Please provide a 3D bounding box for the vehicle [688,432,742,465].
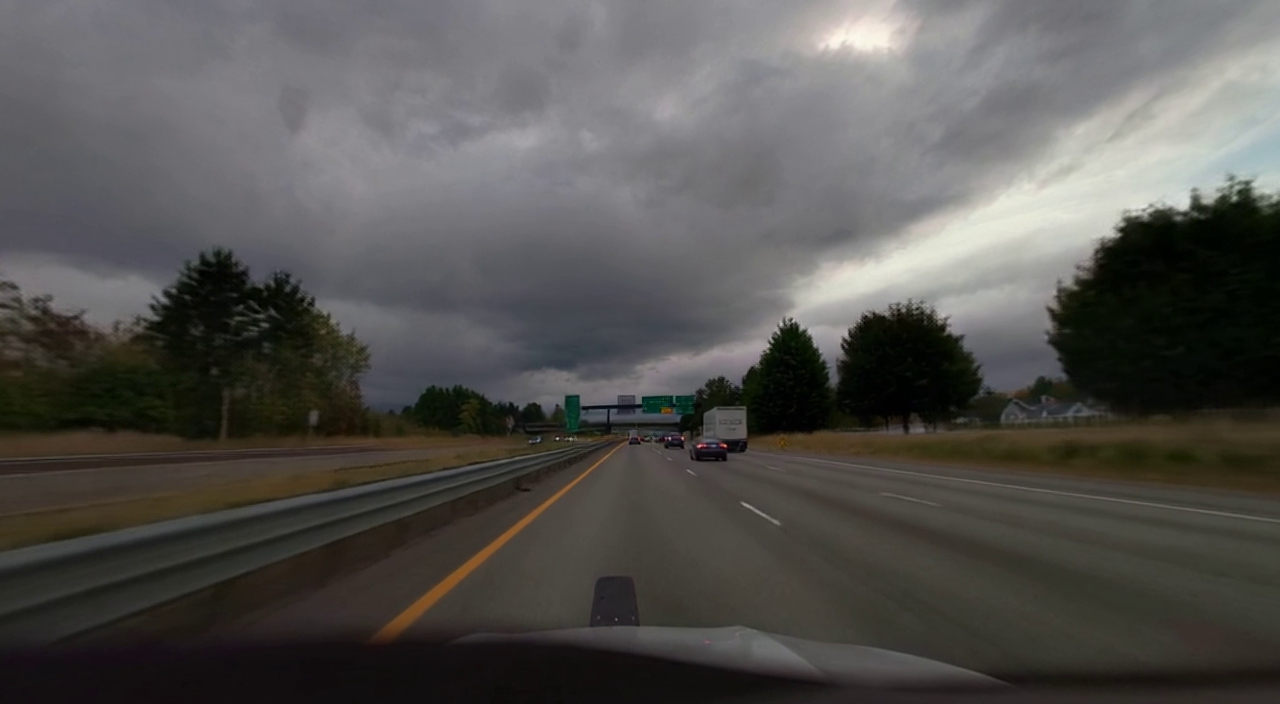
[{"bbox_3d":[3.734,4.869,32.032,1.986,1.501,4.529,0,-8,-2],"label":"vehicle"}]
